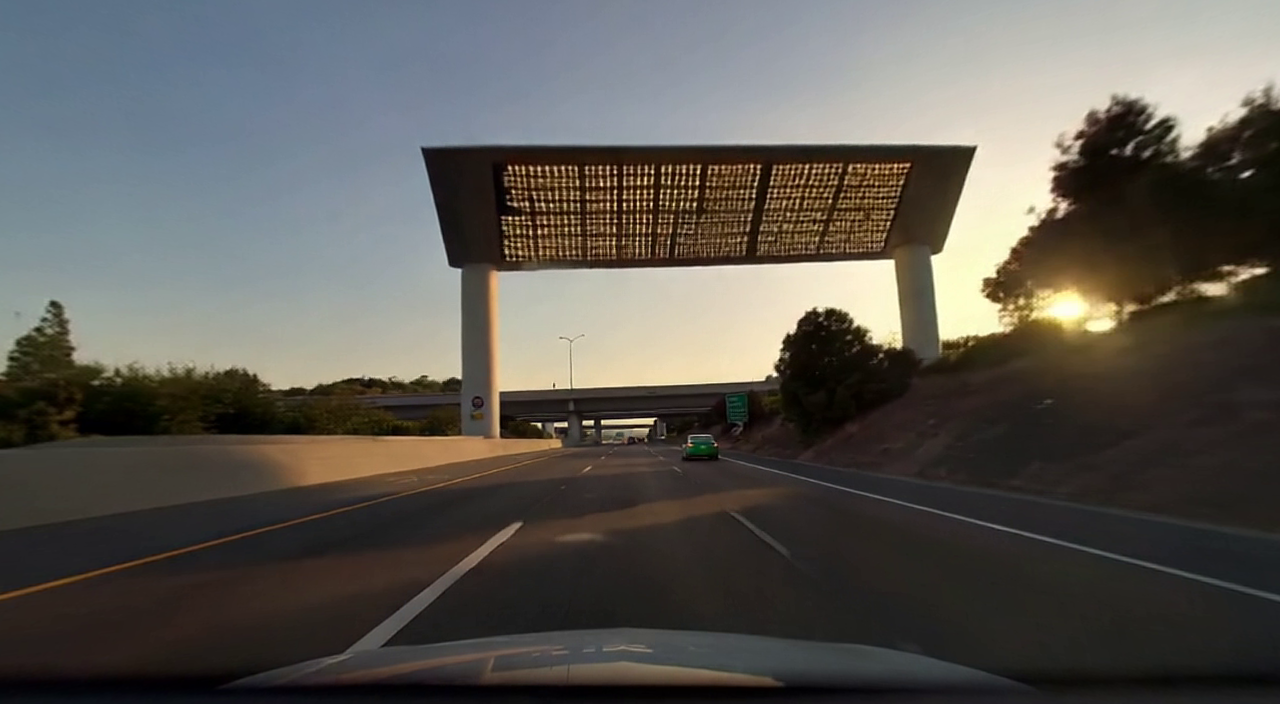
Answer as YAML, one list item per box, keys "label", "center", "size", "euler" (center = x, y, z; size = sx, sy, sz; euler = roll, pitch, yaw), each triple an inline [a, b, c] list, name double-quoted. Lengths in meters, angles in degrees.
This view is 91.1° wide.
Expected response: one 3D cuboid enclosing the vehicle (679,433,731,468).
- label: "vehicle"
  center: [2.953, 4.557, 29.309]
  size: [1.946, 1.481, 3.969]
  euler: [0, -8, -1]
